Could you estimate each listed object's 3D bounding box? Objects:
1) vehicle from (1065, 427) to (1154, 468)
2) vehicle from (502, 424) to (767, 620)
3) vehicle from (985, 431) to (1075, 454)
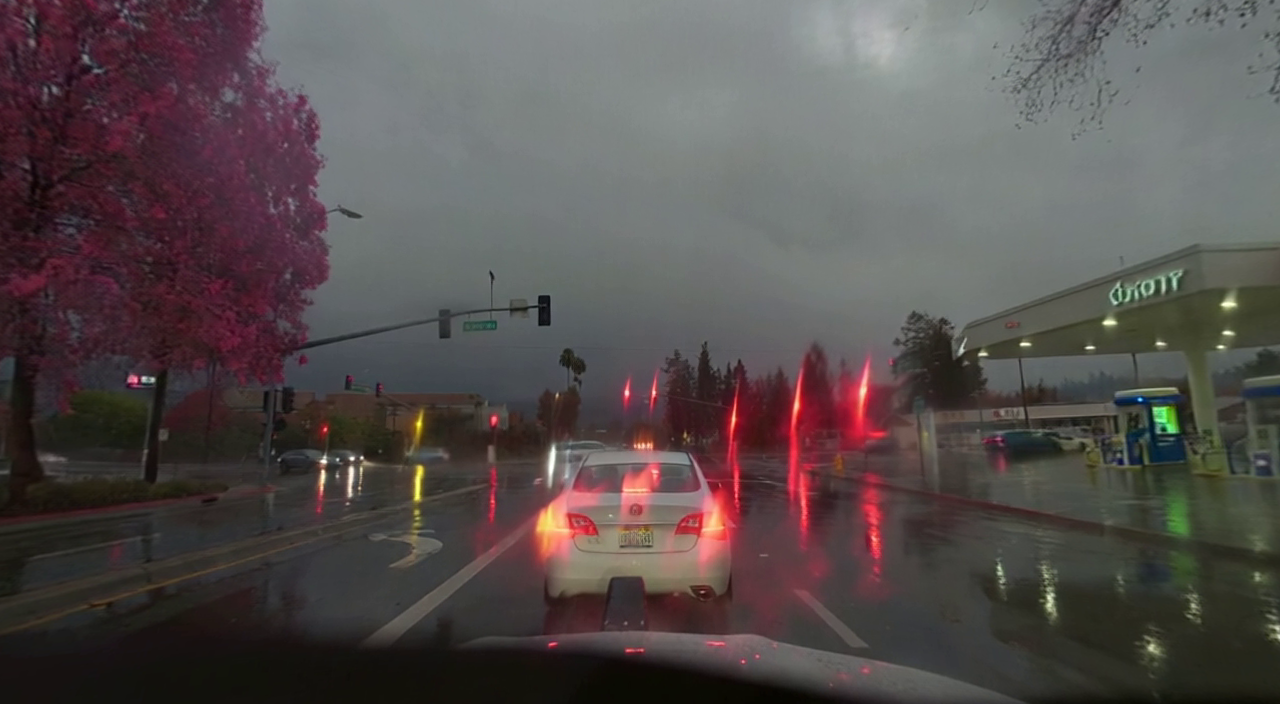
[{"bbox_3d":[18.588,3.755,24.888,4.091,1.495,2.053,8,-12,-44],"label":"vehicle"},{"bbox_3d":[-0.043,1.598,6.902,2.010,1.482,4.057,0,-8,0],"label":"vehicle"},{"bbox_3d":[26.591,6.198,43.085,4.813,1.455,1.889,-1,-8,3],"label":"vehicle"}]
